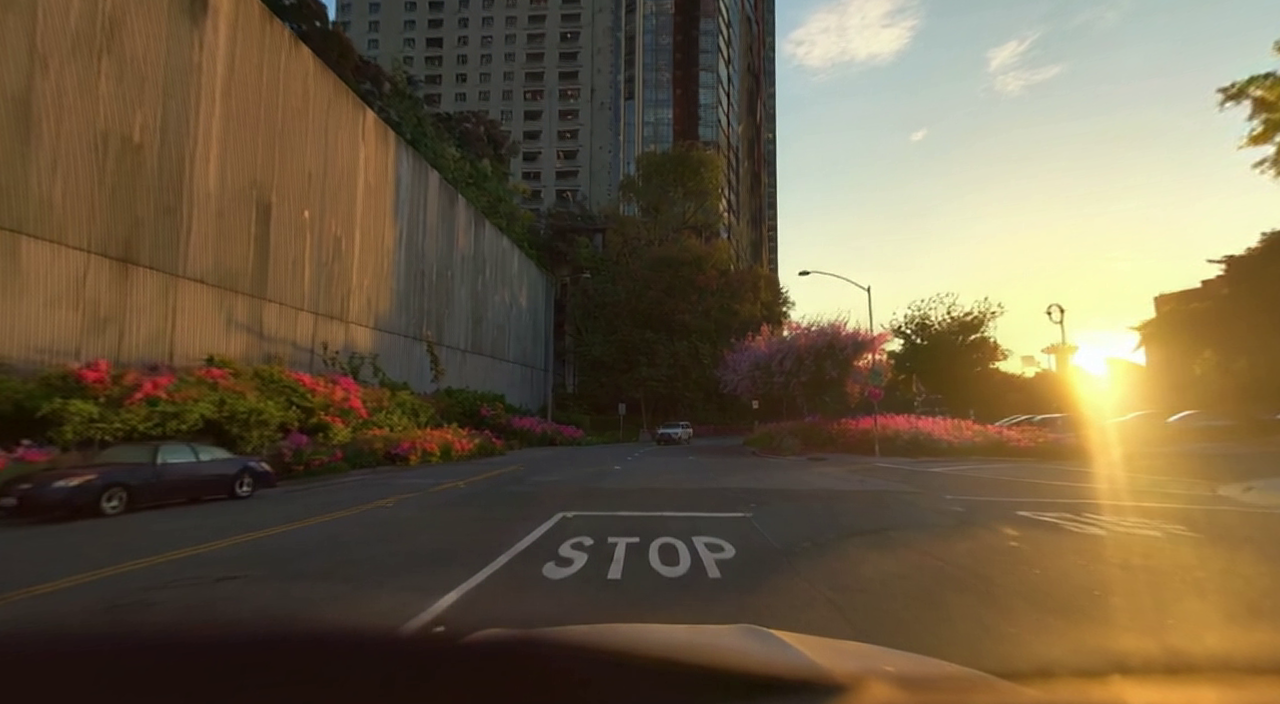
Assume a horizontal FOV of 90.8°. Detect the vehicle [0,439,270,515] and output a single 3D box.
[{"bbox_3d":[-11.032,2.687,14.070,4.694,1.447,2.137,5,-10,-31],"label":"vehicle"}]
